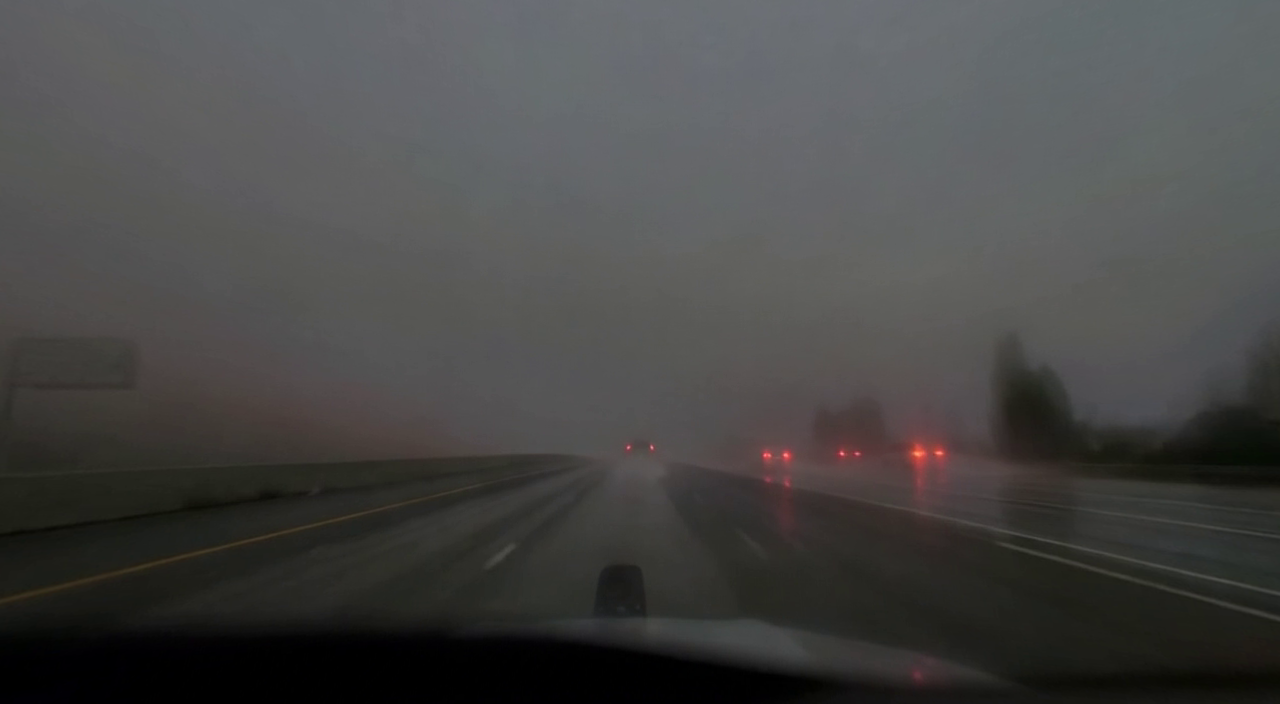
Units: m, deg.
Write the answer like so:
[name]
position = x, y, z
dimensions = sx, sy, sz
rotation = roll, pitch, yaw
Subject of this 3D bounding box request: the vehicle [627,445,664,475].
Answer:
[vehicle]
position = 0.291, 6.173, 36.176
dimensions = 2.015, 1.639, 4.086
rotation = 0, -9, 0
